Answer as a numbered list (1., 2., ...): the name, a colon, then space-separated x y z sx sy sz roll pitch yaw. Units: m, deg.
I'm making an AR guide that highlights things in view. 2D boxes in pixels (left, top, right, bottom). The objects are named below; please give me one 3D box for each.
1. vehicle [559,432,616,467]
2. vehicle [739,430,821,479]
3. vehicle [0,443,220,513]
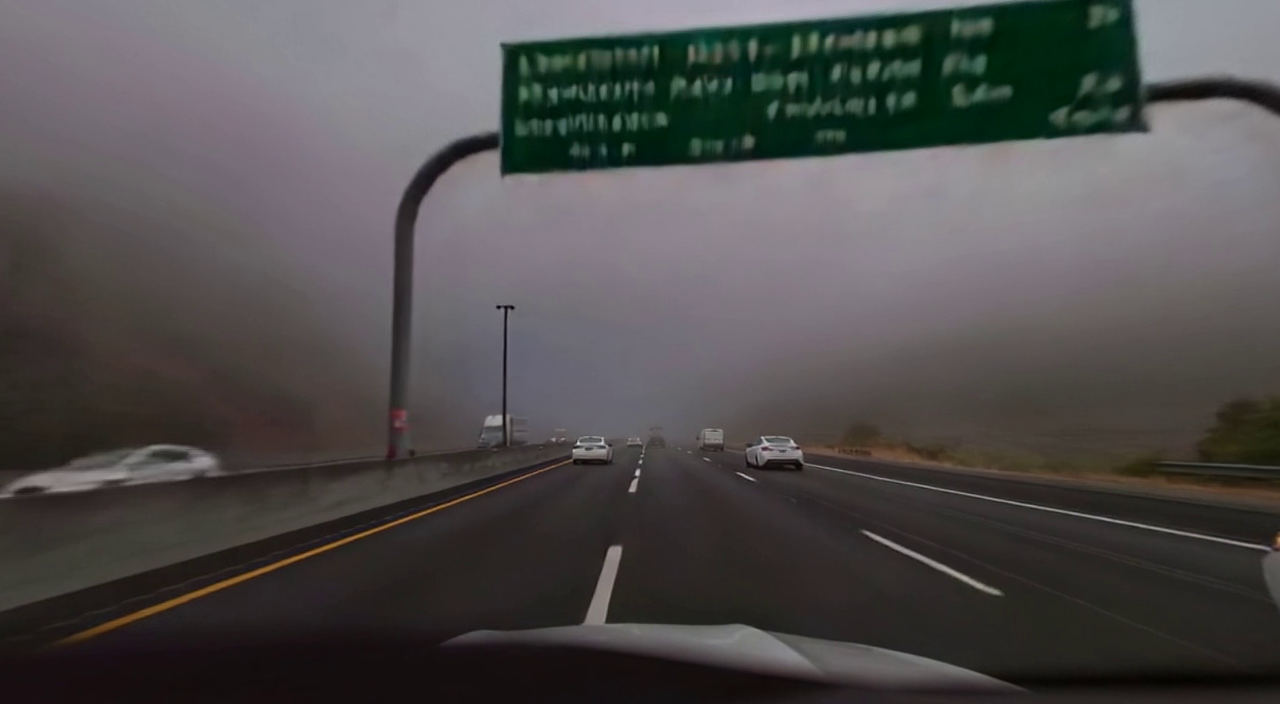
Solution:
1. vehicle: -2.288 4.413 28.816 2.204 1.486 4.121 0 -8 1
2. vehicle: 4.572 3.373 21.076 1.806 1.469 3.681 0 -8 -1
3. vehicle: -13.834 3.215 16.761 2.087 1.553 4.617 0 -8 0
